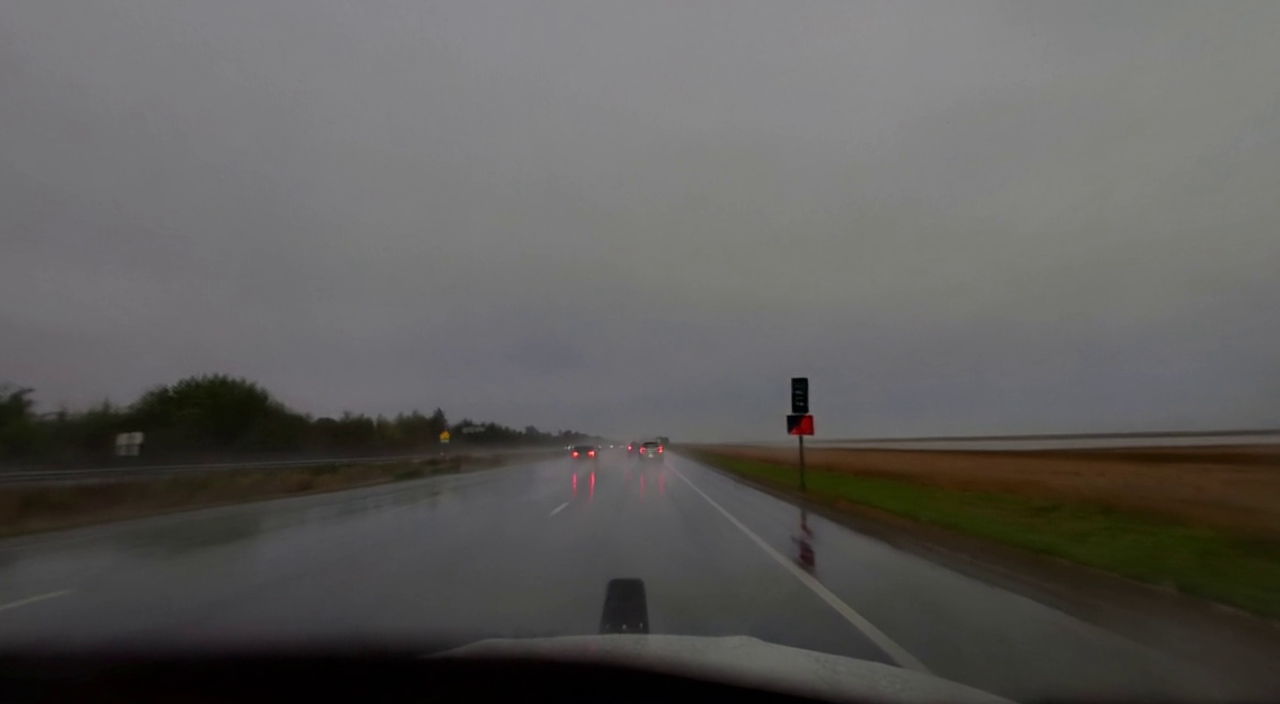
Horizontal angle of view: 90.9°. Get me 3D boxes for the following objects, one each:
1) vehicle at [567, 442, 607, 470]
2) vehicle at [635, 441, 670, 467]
[{"bbox_3d":[-3.271,6.500,39.527,2.028,1.634,4.441,0,-8,1],"label":"vehicle"},{"bbox_3d":[0.829,6.960,43.272,2.259,1.697,4.106,0,-8,1],"label":"vehicle"}]
